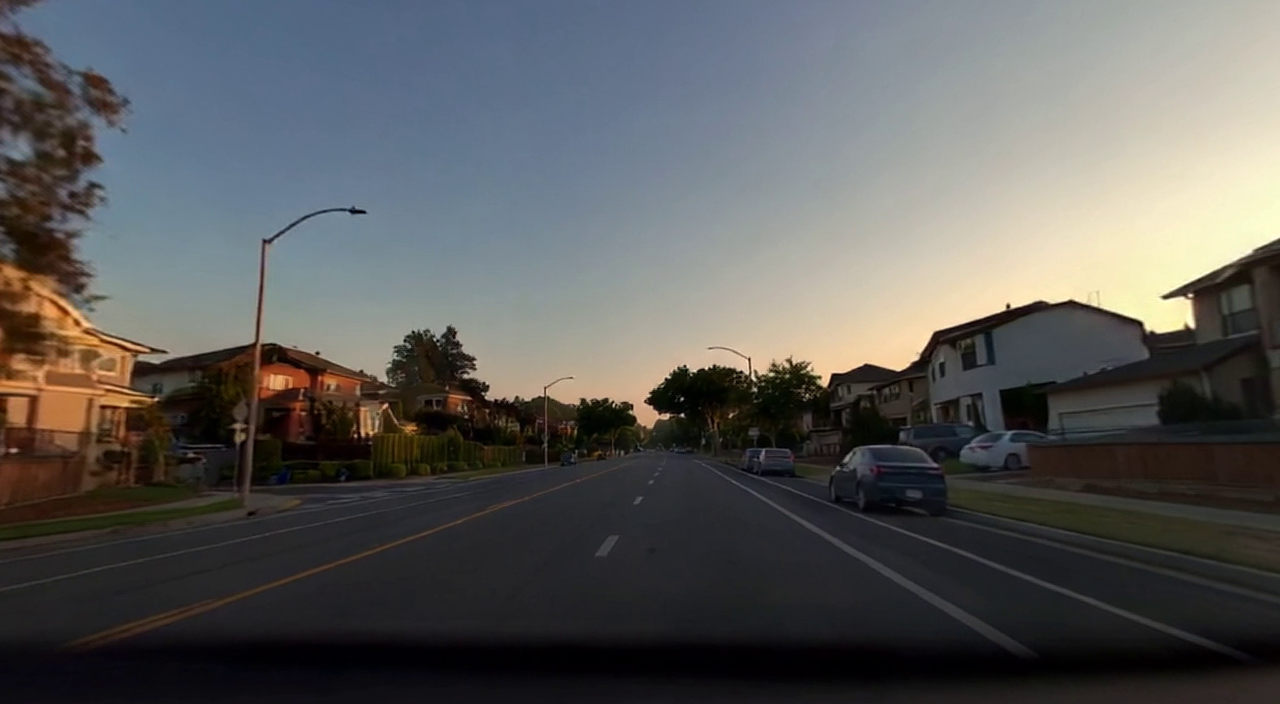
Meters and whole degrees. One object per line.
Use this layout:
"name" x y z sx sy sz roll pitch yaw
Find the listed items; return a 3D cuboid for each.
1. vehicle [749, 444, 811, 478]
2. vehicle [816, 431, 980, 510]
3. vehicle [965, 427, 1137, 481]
"vehicle" 6.693 5.229 30.674 1.938 1.464 4.390 -1 -8 -1
"vehicle" 5.888 2.809 15.242 1.971 1.558 4.895 -1 -9 1
"vehicle" 14.118 3.531 21.999 4.319 1.760 2.300 -1 -8 4
